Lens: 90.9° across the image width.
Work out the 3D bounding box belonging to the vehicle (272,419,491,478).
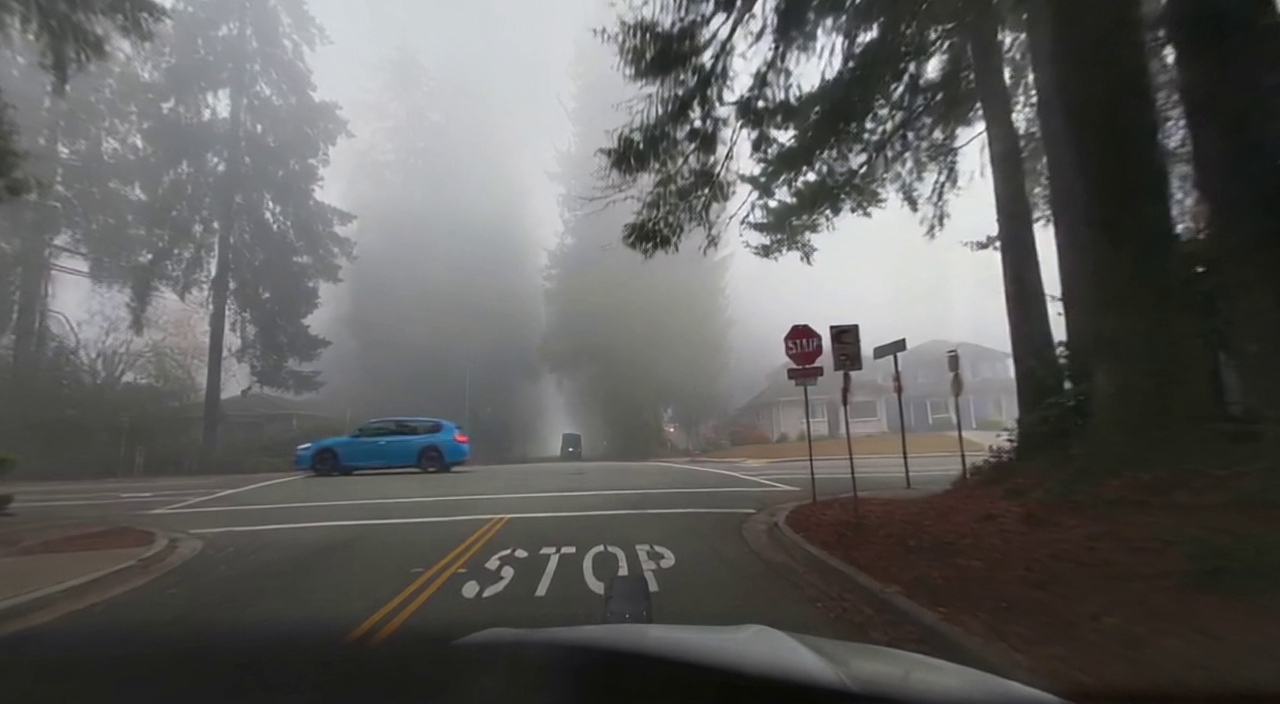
[{"bbox_3d":[-9.063,3.469,22.873,6.877,1.941,2.405,1,-8,-8],"label":"vehicle"}]
